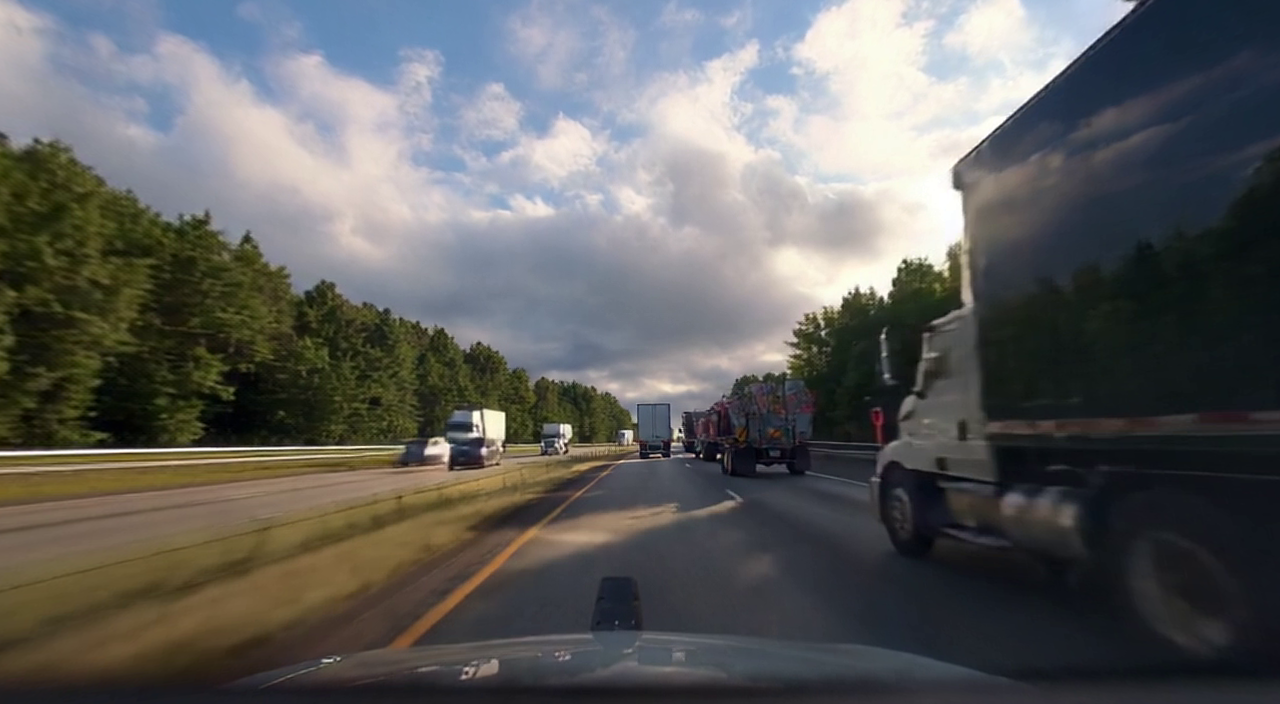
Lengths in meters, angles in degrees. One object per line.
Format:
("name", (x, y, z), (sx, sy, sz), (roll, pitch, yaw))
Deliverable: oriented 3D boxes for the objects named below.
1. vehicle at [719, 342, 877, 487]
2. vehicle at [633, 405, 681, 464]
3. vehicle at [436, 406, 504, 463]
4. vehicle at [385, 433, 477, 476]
("vehicle", (5.200, 2.625, 24.094), (2.749, 4.051, 12.981), (-1, -8, 0))
("vehicle", (1.082, 5.149, 39.096), (2.644, 3.247, 7.454), (-1, -8, 2))
("vehicle", (-12.551, 6.199, 47.106), (2.979, 3.945, 6.744), (-1, -8, 2))
("vehicle", (-8.682, 4.301, 26.721), (2.083, 1.623, 5.238), (0, -8, 0))
